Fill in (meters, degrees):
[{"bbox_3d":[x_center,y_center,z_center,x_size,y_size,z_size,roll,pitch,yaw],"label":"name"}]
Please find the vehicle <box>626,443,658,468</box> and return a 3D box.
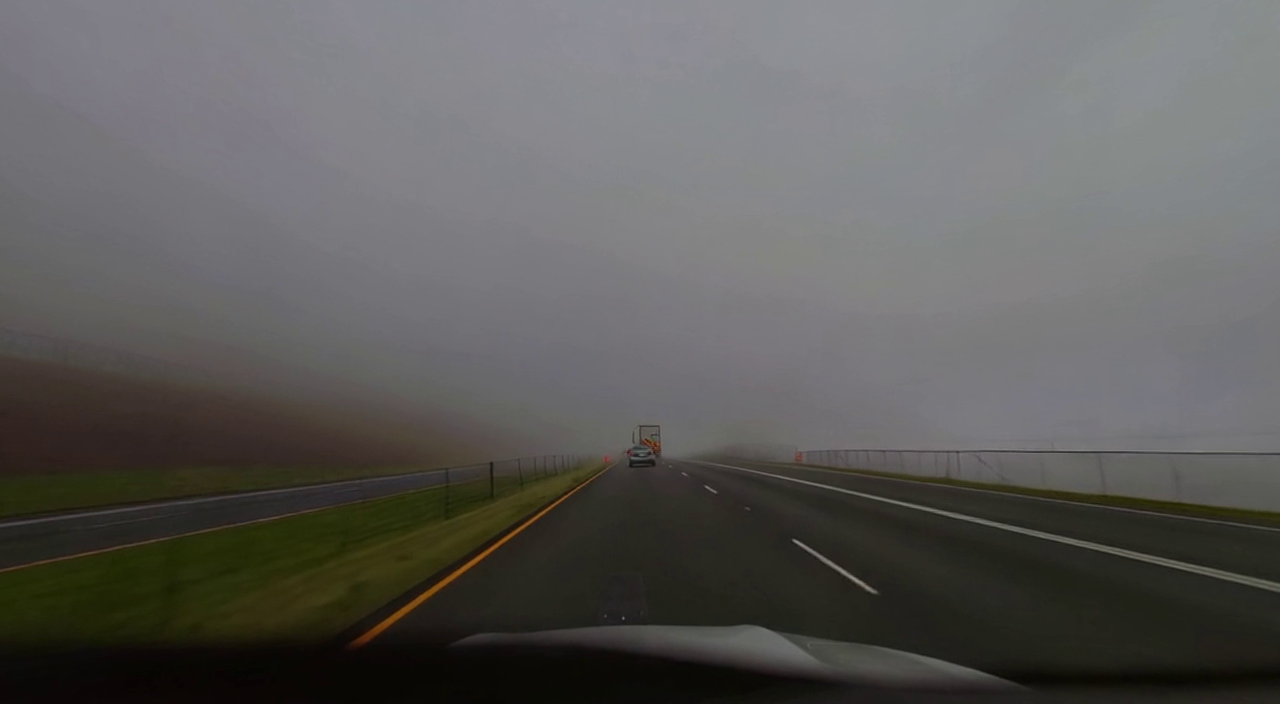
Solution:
[{"bbox_3d":[0.123,6.896,42.175,2.065,1.573,3.734,0,-9,0],"label":"vehicle"}]
